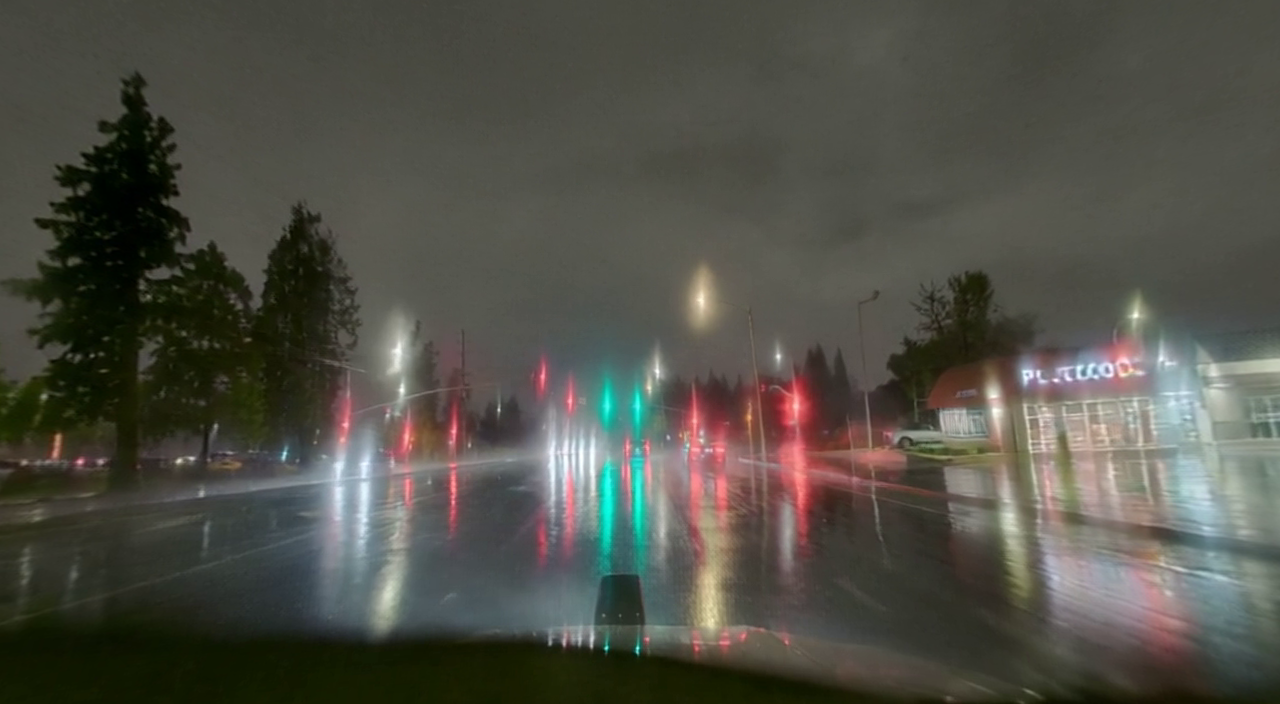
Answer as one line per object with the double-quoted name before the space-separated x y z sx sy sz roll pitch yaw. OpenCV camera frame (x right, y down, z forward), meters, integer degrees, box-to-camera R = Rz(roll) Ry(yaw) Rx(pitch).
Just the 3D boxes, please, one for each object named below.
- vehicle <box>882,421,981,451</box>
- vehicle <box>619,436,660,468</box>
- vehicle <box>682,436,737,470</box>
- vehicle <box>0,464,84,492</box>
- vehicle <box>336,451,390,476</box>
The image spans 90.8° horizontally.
"vehicle" 15.674 4.570 34.156 4.344 1.512 1.936 -1 -9 5
"vehicle" -0.087 5.698 36.025 2.146 1.685 4.003 0 -9 -2
"vehicle" 3.602 5.340 33.602 2.198 1.660 4.512 0 -9 -3
"vehicle" -34.181 7.060 35.411 4.096 1.414 1.834 5 -10 -29
"vehicle" -18.420 7.394 42.214 1.832 1.515 4.369 0 -9 -3
